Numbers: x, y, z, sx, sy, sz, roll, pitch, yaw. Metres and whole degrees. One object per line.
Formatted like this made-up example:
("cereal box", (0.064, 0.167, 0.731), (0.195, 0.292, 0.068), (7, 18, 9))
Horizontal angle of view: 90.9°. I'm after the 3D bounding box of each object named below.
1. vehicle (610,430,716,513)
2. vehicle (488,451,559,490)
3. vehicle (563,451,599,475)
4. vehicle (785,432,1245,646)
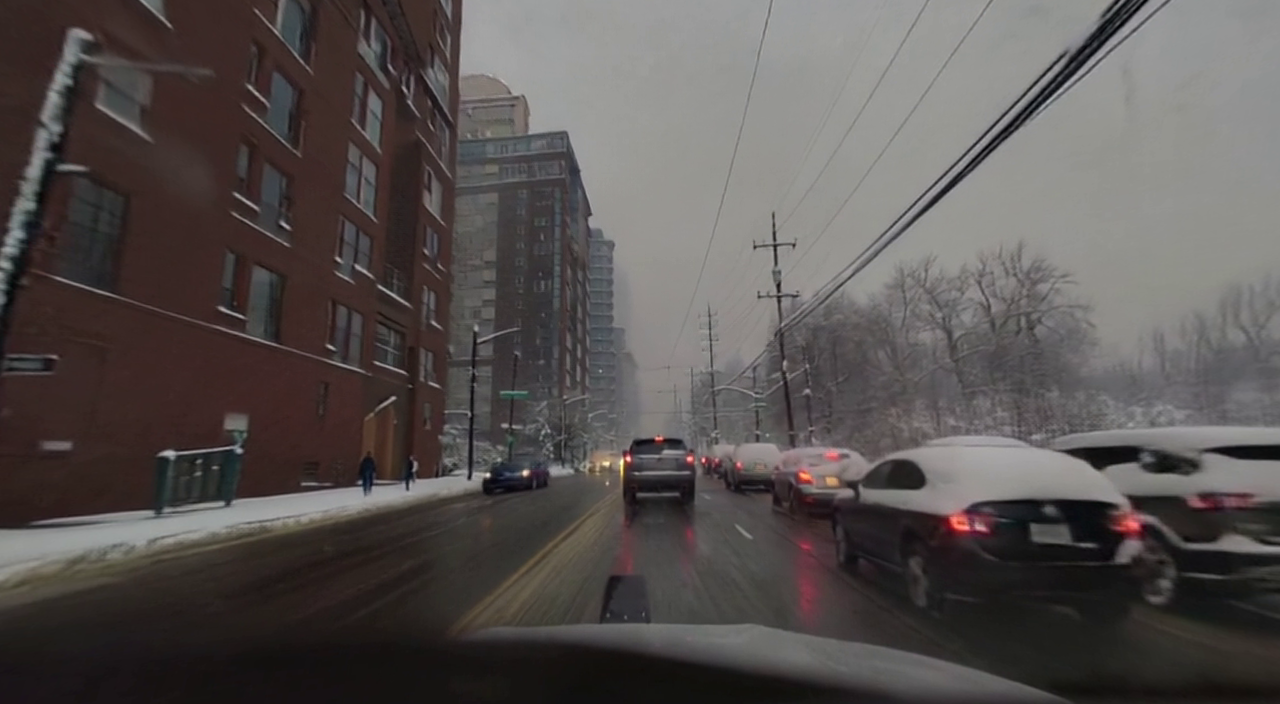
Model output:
("vehicle", (0.499, 2.825, 15.399), (2.232, 1.736, 4.036), (0, -8, 1))
("vehicle", (-4.827, 4.960, 26.755), (1.966, 1.470, 4.528), (0, -8, 2))
("vehicle", (-4.554, 8.627, 49.119), (2.215, 1.703, 4.614), (0, -8, 2))
("vehicle", (3.225, 1.697, 7.010), (2.116, 1.487, 4.988), (0, -8, 1))
